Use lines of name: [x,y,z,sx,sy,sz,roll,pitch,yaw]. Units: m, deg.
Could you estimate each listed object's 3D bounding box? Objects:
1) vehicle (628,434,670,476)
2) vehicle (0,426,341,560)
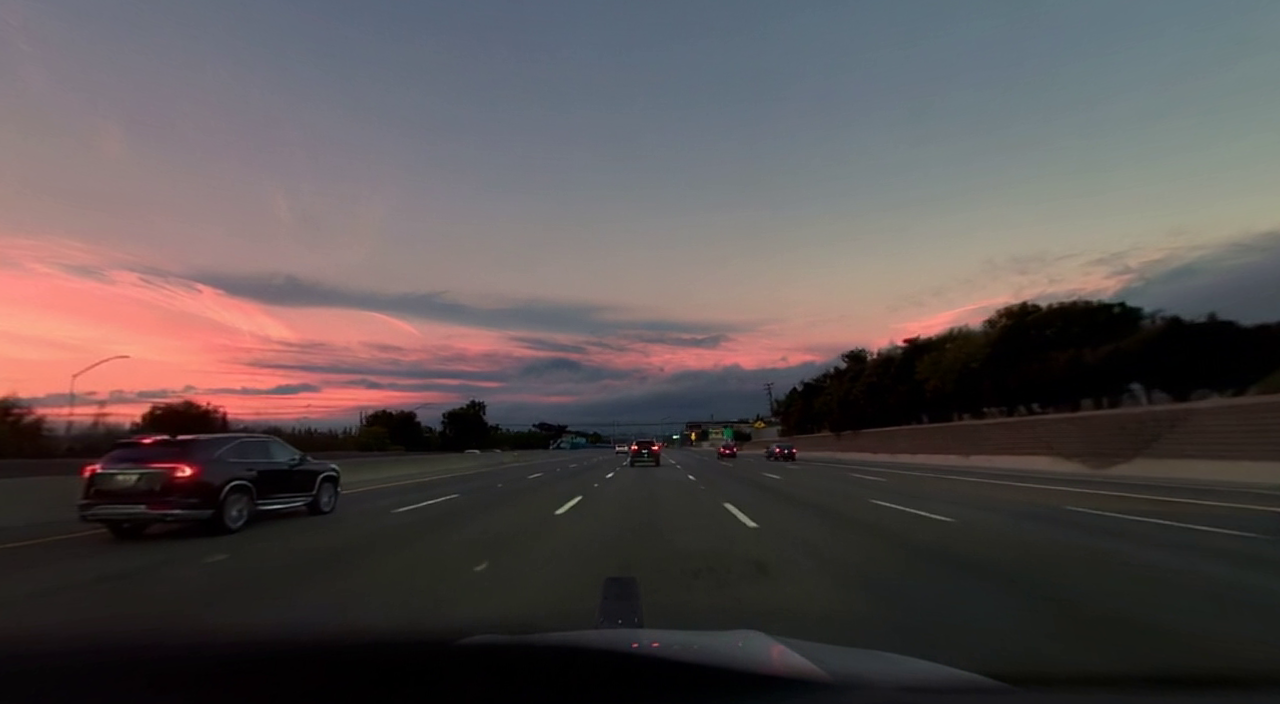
vehicle: [0.441,4.937,30.509,1.893,1.827,4.513,0,-8,1]
vehicle: [-6.599,1.965,9.548,1.967,1.538,4.295,0,-8,1]
